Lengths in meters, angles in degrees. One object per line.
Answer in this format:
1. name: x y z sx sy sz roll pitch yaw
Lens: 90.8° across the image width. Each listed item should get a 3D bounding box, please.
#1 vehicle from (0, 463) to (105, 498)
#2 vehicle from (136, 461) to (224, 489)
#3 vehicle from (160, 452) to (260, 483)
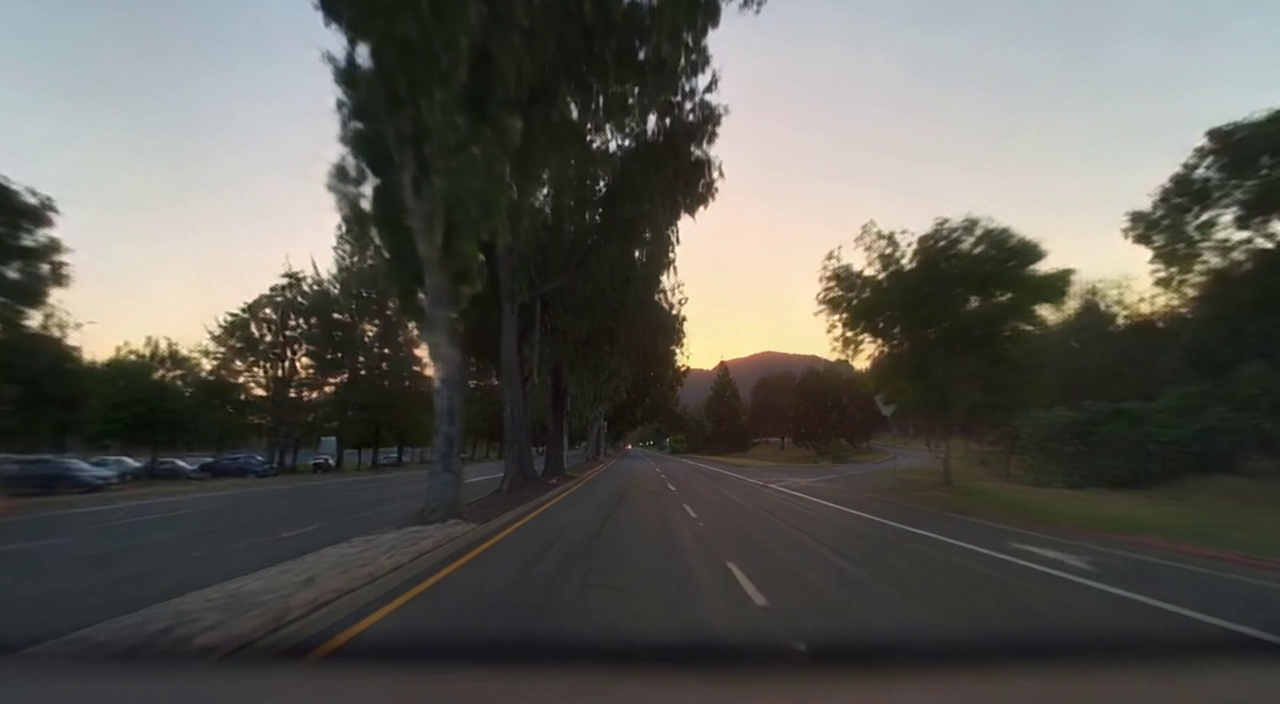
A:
1. vehicle: -27.247 5.823 28.689 4.144 1.408 1.896 0 -8 1
2. vehicle: -27.397 7.321 37.710 3.810 1.444 1.742 -1 -7 -2
3. vehicle: -27.578 7.391 40.630 4.783 1.722 2.206 -1 -7 -2
